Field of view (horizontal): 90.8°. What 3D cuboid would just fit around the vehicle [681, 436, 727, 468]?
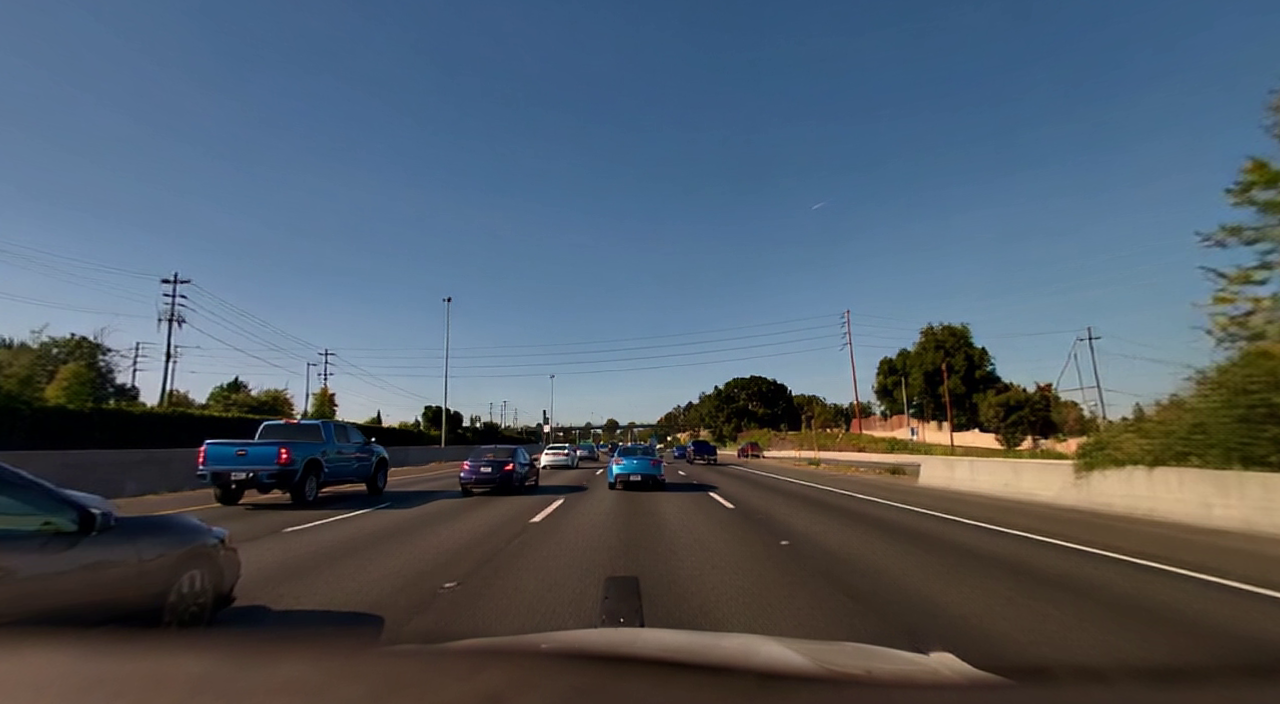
[{"bbox_3d":[3.787,6.056,38.552,2.113,1.800,5.376,0,-8,-2],"label":"vehicle"}]

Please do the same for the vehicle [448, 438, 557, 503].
[{"bbox_3d":[-3.367,2.978,16.323,1.899,1.437,4.131,0,-8,0],"label":"vehicle"}]

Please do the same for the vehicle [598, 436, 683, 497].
[{"bbox_3d":[-0.014,3.181,18.009,2.102,1.499,4.439,0,-8,-1],"label":"vehicle"}]

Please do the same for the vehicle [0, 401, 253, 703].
[{"bbox_3d":[-3.637,0.849,1.895,1.955,1.481,4.604,0,-8,1],"label":"vehicle"}]

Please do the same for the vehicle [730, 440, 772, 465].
[{"bbox_3d":[7.742,7.039,44.460,1.969,1.608,4.865,0,-8,-1],"label":"vehicle"}]

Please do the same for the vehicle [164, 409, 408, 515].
[{"bbox_3d":[-7.541,2.433,14.444,2.194,1.922,5.637,0,-8,1],"label":"vehicle"}]
